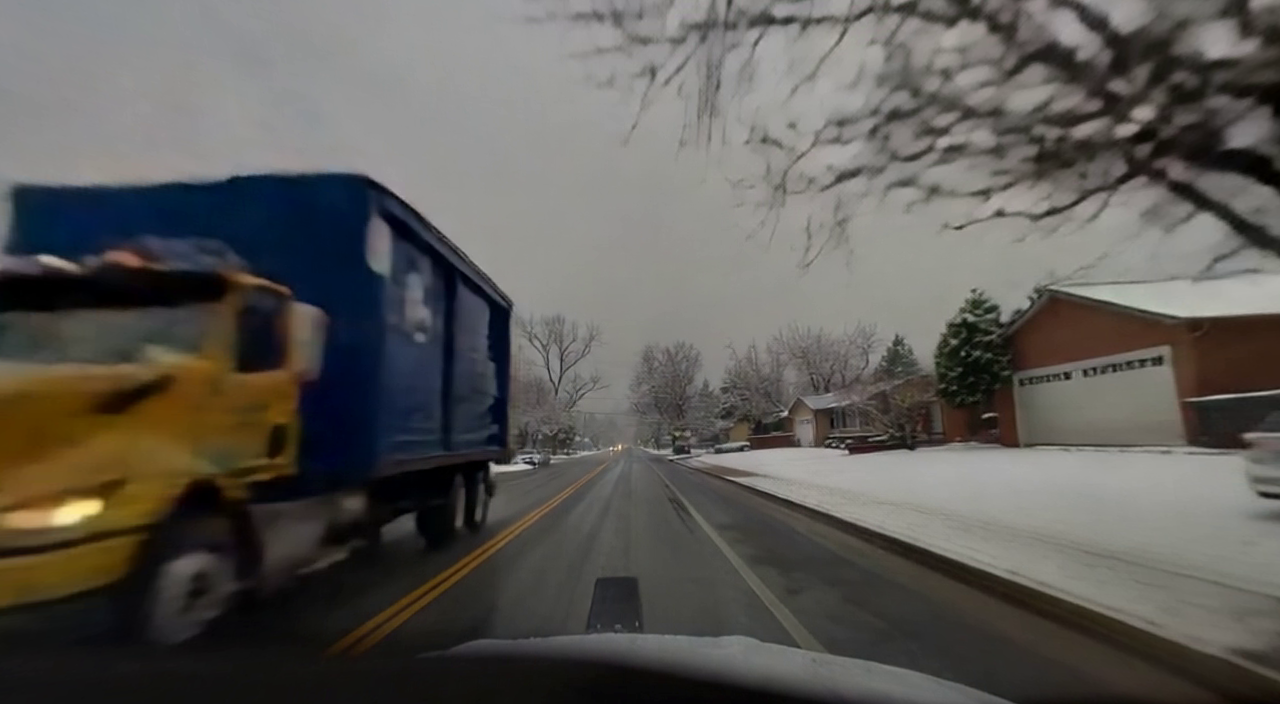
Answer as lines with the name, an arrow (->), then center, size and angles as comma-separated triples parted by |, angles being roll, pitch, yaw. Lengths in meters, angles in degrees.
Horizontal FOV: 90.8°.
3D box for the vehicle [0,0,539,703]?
vehicle -> -3.705, 0.613, 8.154 | 3.133, 4.112, 10.695 | 0, -8, -1
